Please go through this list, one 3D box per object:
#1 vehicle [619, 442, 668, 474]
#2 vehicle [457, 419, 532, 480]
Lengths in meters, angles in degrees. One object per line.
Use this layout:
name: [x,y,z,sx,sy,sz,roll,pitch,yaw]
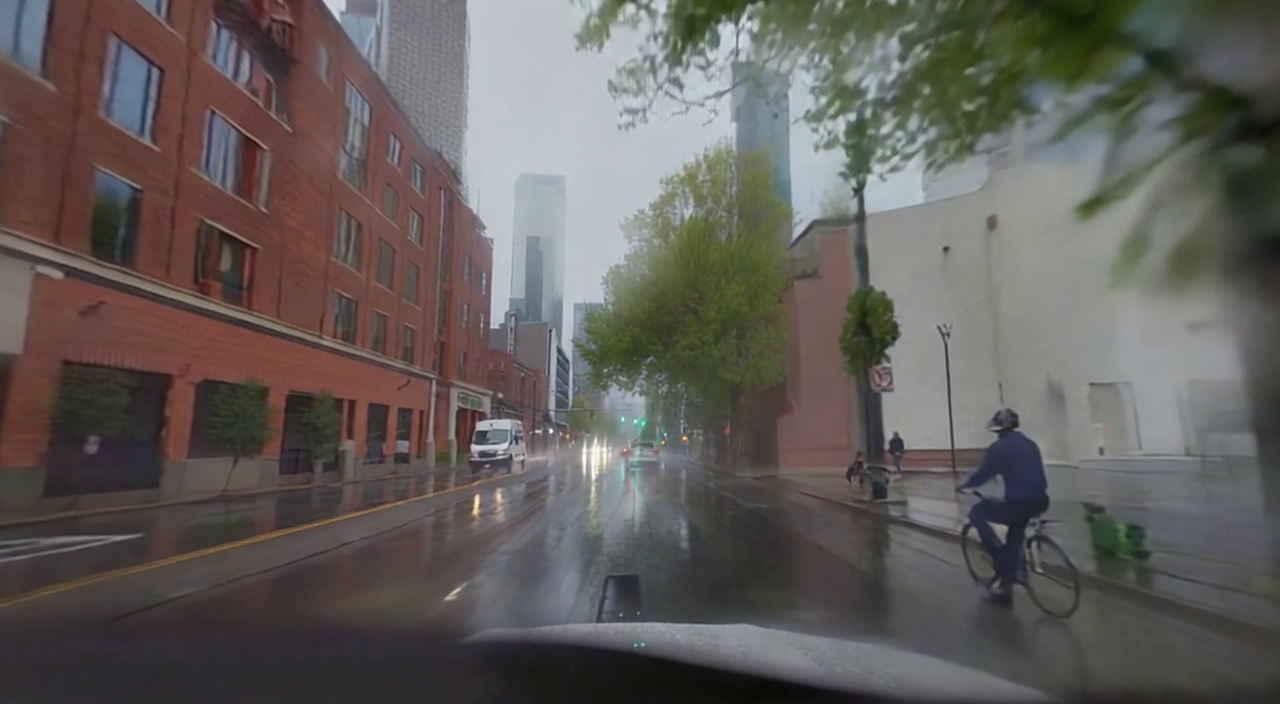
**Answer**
vehicle: [0.192,5.563,33.365,2.356,1.572,4.810,0,-8,1]
vehicle: [-6.833,4.644,30.456,2.418,2.620,5.522,-1,-8,-1]
